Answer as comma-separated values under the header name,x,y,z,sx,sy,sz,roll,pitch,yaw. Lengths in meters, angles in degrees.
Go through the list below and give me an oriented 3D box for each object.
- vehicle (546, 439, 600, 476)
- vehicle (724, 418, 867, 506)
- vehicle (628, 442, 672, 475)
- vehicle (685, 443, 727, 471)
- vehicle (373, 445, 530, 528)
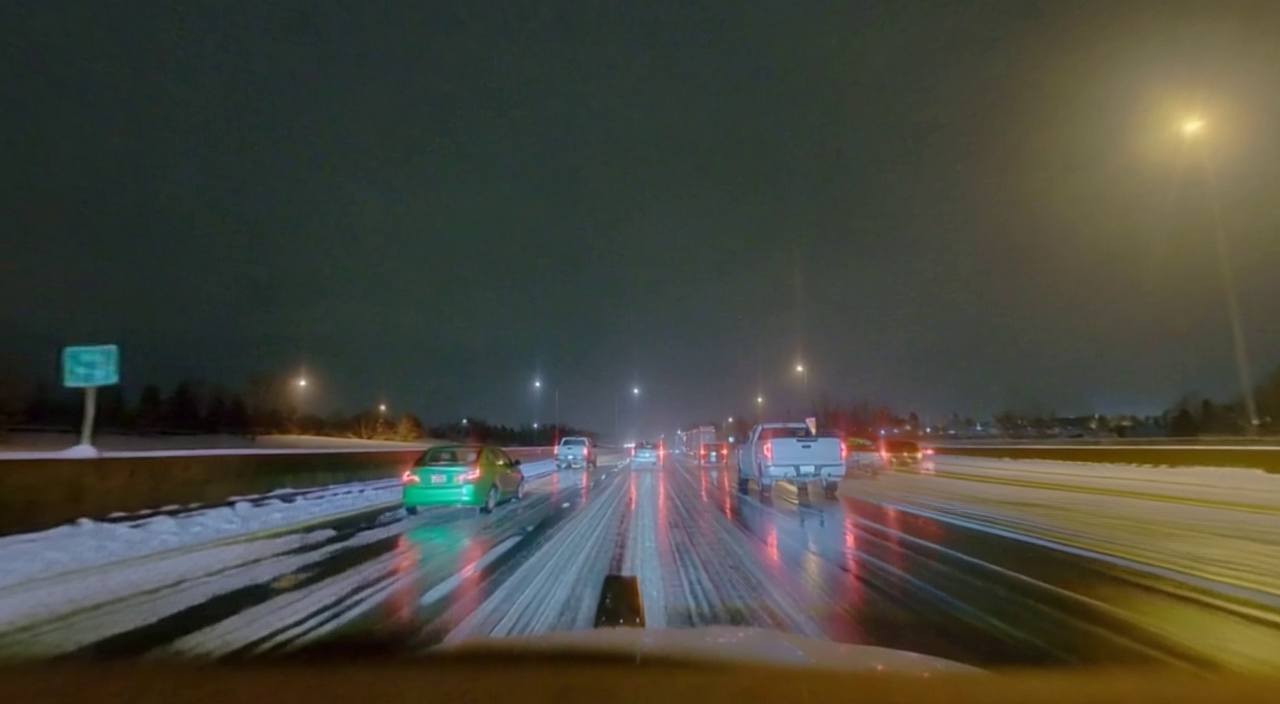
name,x,y,z,sx,sy,sz,roll,pitch,yaw
vehicle,-3.394,5.484,33.019,2.176,1.783,4.799,0,-9,1
vehicle,3.792,2.838,16.674,2.340,1.925,5.529,0,-9,-1
vehicle,0.520,5.580,33.163,2.147,1.572,4.094,0,-9,0
vehicle,4.130,6.680,40.342,2.145,1.636,4.437,0,-9,-1
vehicle,-3.705,2.702,13.290,1.947,1.424,4.264,0,-9,1
